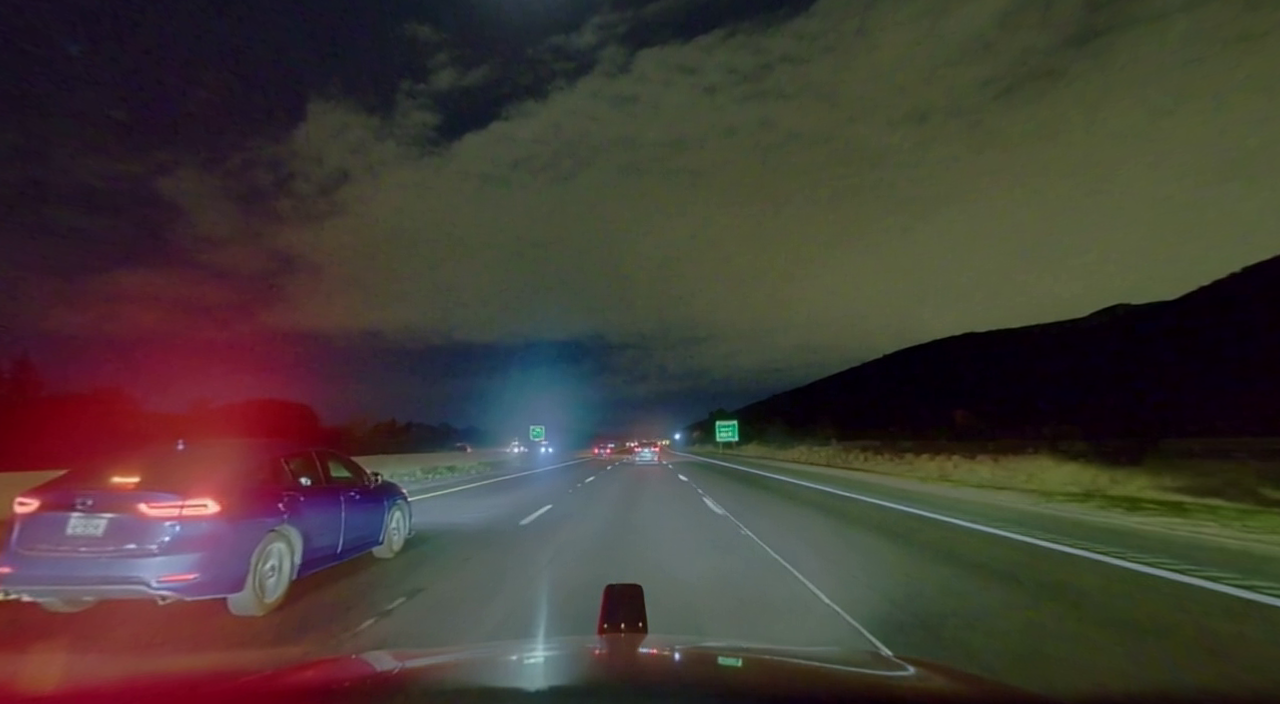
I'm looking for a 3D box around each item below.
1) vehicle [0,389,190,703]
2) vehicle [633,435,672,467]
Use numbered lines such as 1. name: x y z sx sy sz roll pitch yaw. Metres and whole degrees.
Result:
1. vehicle: -3.538 0.755 1.241 2.044 1.557 4.277 0 -8 1
2. vehicle: 0.770 6.164 39.283 2.272 1.836 4.866 0 -8 1
